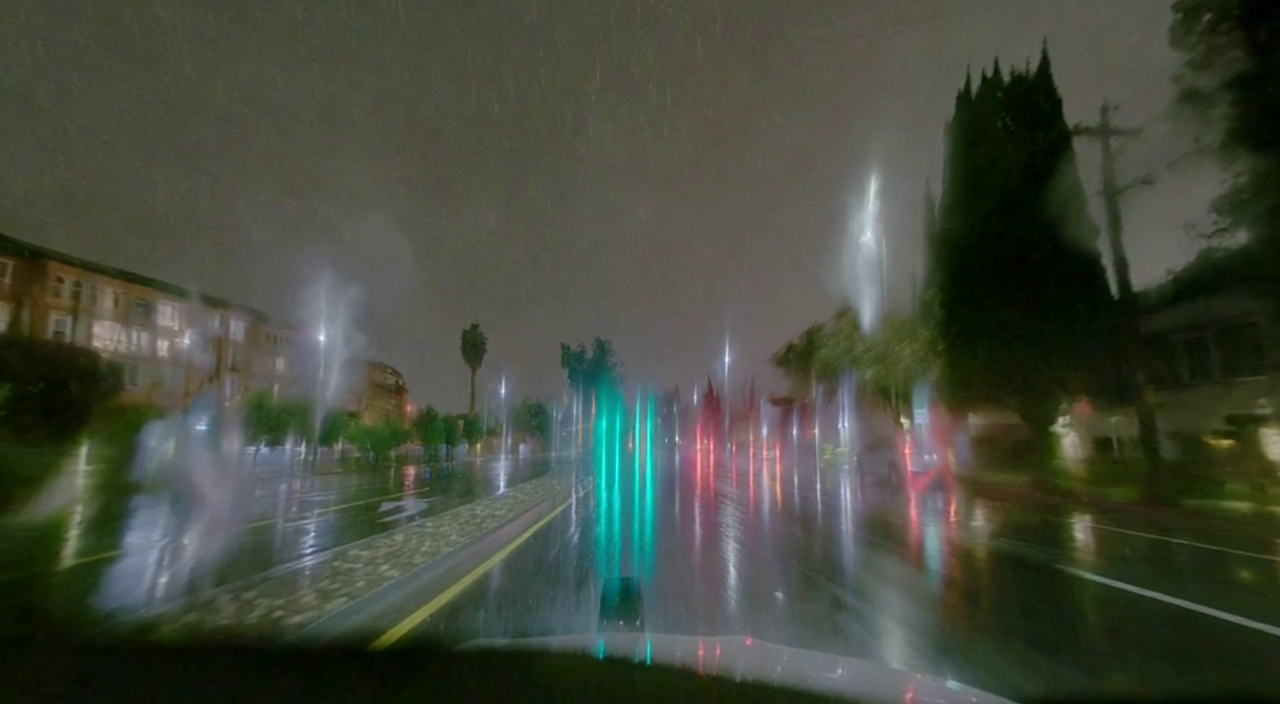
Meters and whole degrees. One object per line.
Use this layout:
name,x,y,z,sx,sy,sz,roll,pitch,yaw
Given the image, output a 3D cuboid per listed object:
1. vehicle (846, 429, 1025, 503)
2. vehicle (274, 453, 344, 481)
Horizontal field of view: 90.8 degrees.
vehicle,7.372,2.895,16.464,2.053,1.628,4.717,1,-9,-5
vehicle,-20.633,7.158,39.591,1.945,1.469,4.539,-1,-8,0
